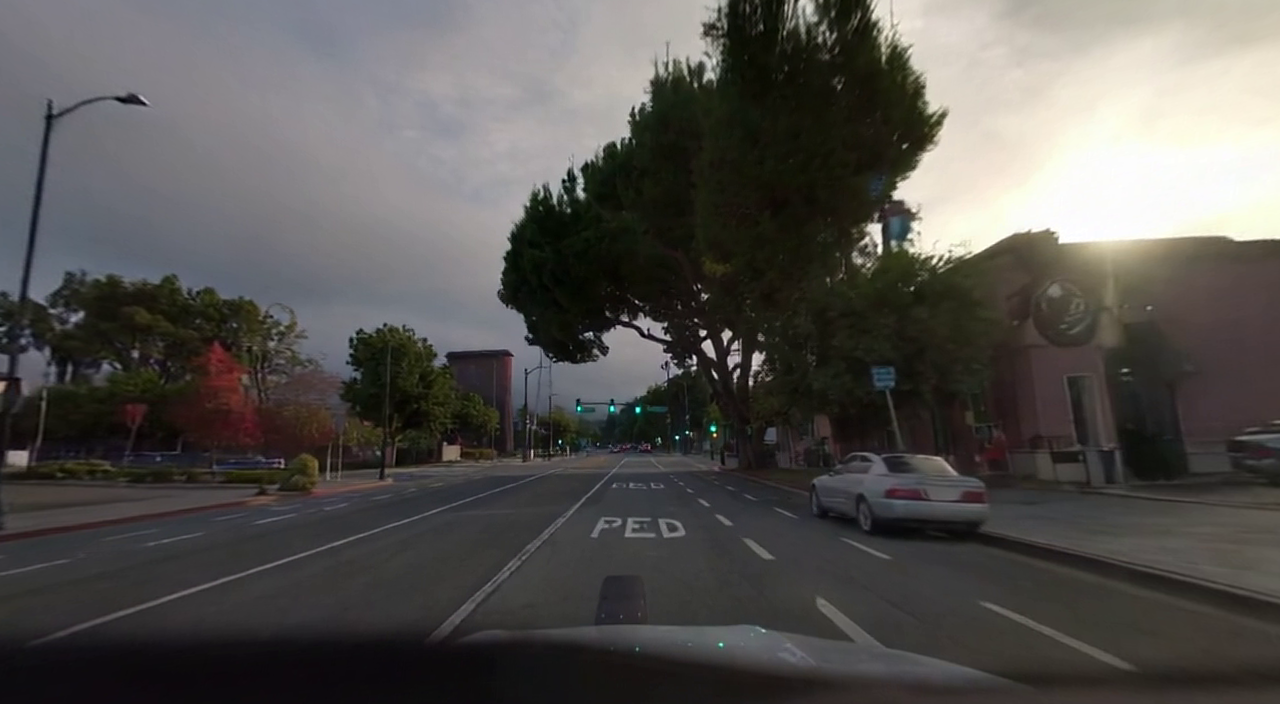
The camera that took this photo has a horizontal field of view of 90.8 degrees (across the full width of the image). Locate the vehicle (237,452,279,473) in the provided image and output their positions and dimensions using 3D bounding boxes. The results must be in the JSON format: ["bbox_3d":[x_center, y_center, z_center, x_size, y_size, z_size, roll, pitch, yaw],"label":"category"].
[{"bbox_3d":[-29.310,8.441,48.409,1.854,1.475,4.132,7,-12,-41],"label":"vehicle"}]

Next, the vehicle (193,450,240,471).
[{"bbox_3d":[-32.371,8.245,48.229,4.530,1.483,1.962,-8,-12,44],"label":"vehicle"}]

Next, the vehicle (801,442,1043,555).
[{"bbox_3d":[4.282,2.254,10.577,1.856,1.462,4.501,0,-8,-2],"label":"vehicle"}]
